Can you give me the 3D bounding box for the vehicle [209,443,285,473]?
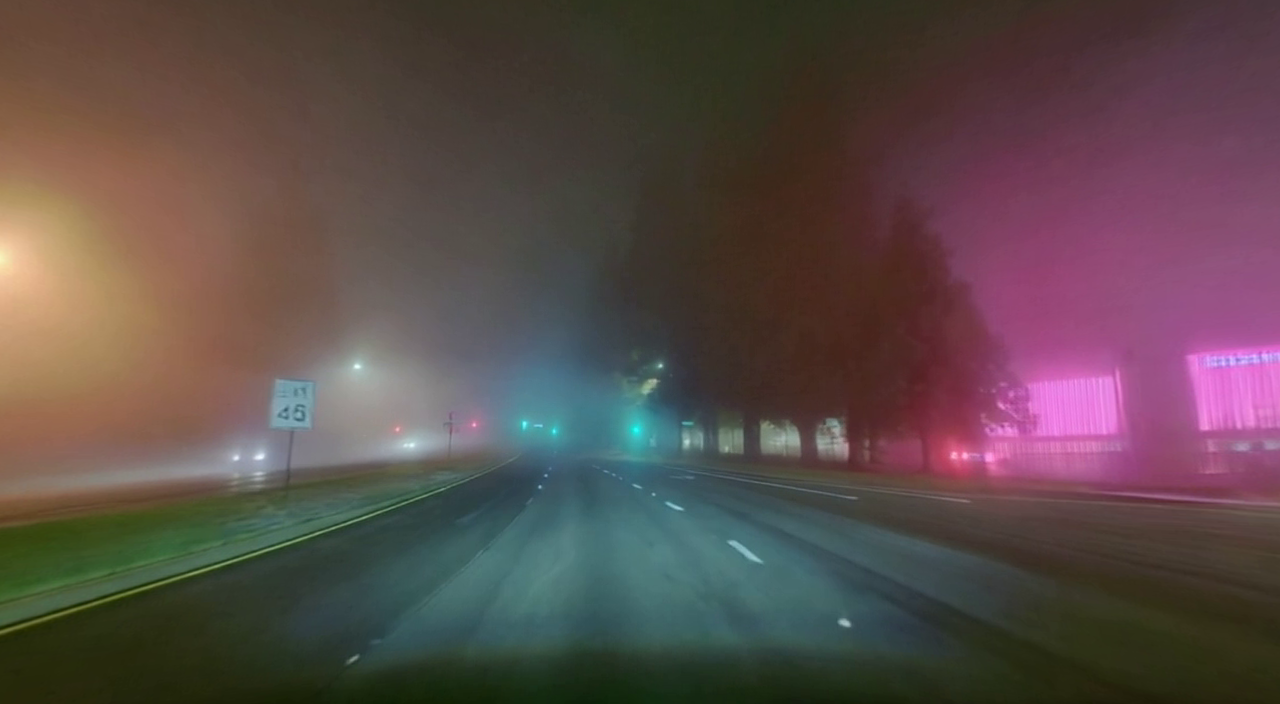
[{"bbox_3d":[-22.695,6.111,36.639,1.954,1.577,4.590,1,-9,-8],"label":"vehicle"}]
